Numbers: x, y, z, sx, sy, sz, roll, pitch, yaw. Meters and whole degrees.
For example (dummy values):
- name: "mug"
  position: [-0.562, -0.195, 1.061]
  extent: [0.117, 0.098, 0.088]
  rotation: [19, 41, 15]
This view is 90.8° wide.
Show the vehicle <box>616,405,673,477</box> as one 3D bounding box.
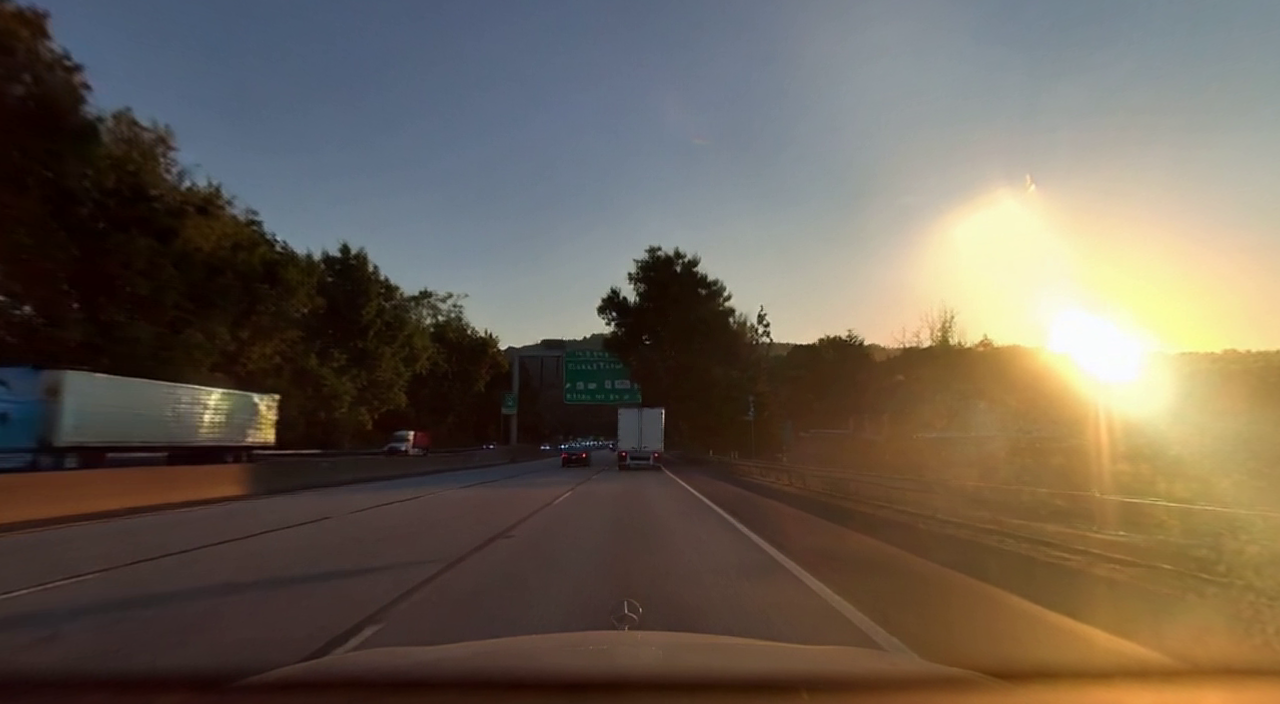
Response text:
- name: "vehicle"
  position: [0.119, 5.692, 39.562]
  extent: [2.976, 3.800, 12.335]
  rotation: [0, -9, -1]

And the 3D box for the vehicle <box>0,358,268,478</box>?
- name: "vehicle"
  position: [-23.265, 3.325, 28.088]
  extent: [3.069, 3.979, 17.930]
  rotation: [0, -9, -2]

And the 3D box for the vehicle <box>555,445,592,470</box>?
- name: "vehicle"
  position: [-4.395, 7.066, 42.321]
  extent: [1.964, 1.556, 4.071]
  rotation: [0, -9, 0]
